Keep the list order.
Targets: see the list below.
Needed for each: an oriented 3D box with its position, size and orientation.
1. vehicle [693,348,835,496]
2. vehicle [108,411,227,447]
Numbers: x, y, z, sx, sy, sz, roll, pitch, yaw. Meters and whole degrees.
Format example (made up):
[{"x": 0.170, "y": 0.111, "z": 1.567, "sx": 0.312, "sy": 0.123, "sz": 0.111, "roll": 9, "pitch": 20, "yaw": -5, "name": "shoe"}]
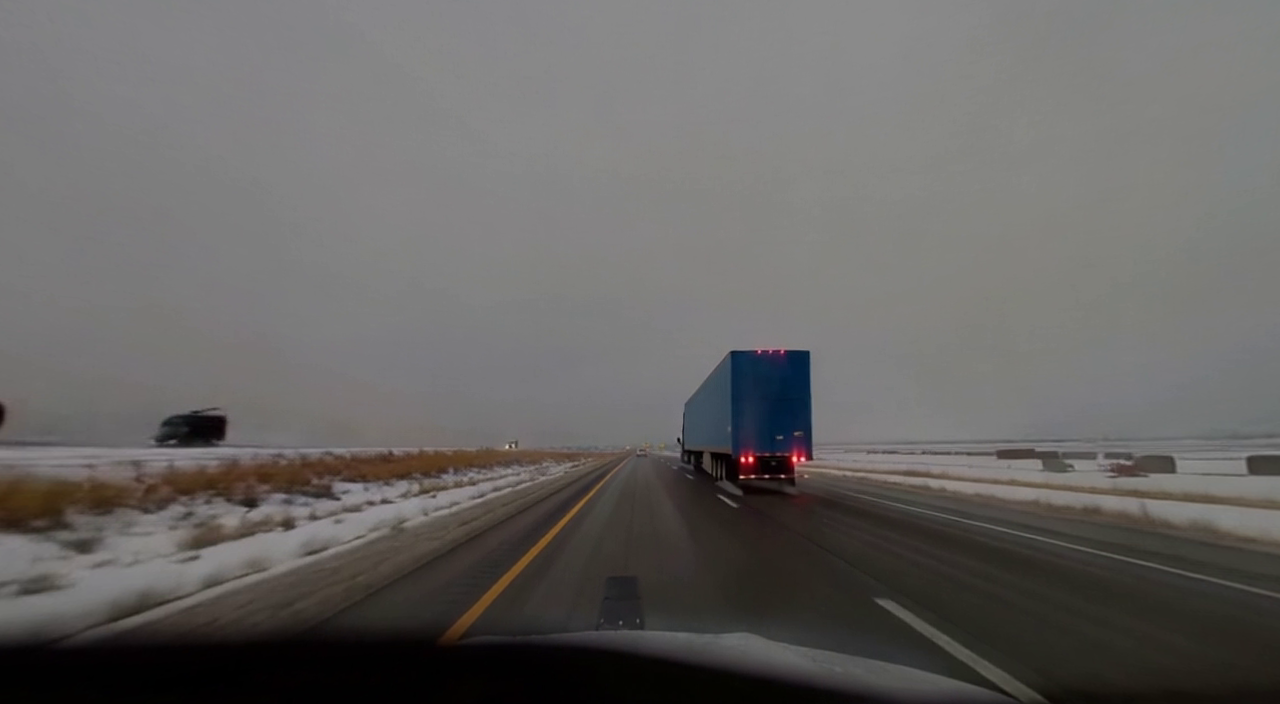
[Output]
[{"x": 4.047, "y": 2.937, "z": 24.415, "sx": 2.818, "sy": 4.206, "sz": 12.987, "roll": 0, "pitch": -9, "yaw": 0, "name": "vehicle"}, {"x": -29.336, "y": 4.904, "z": 39.467, "sx": 2.342, "sy": 2.031, "sz": 6.463, "roll": 0, "pitch": -9, "yaw": 1, "name": "vehicle"}]
